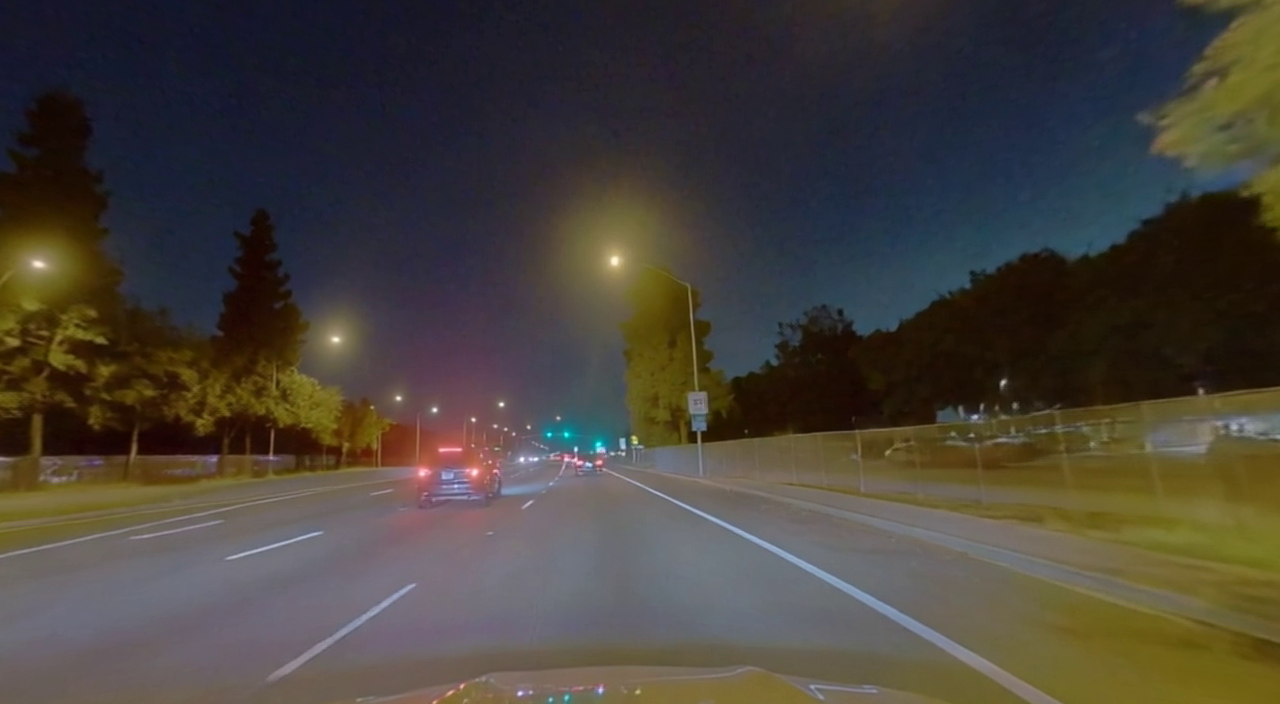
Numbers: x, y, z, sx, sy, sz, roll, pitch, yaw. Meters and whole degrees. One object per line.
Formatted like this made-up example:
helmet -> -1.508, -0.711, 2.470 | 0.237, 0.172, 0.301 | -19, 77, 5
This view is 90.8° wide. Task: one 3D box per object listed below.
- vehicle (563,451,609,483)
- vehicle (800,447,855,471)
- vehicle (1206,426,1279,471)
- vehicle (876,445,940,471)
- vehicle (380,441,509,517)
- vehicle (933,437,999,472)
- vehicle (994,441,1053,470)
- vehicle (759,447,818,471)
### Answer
vehicle -> -2.727, 5.793, 32.035 | 2.147, 1.474, 4.083 | 0, -9, -5
vehicle -> 12.036, 6.828, 40.415 | 2.131, 1.437, 4.325 | -6, -11, 33
vehicle -> 27.114, 4.298, 28.252 | 1.942, 1.726, 5.194 | -11, -13, 35
vehicle -> 15.919, 6.236, 37.411 | 2.048, 1.392, 4.562 | -8, -12, 41
vehicle -> -4.888, 3.230, 16.597 | 2.105, 1.676, 4.541 | 0, -9, -2
vehicle -> 18.546, 5.782, 35.875 | 2.062, 1.703, 4.661 | -12, -14, 40
vehicle -> 20.625, 5.539, 33.917 | 1.934, 1.423, 4.008 | -8, -12, 40
vehicle -> 10.137, 7.222, 42.885 | 2.041, 1.459, 4.830 | -7, -11, 37
